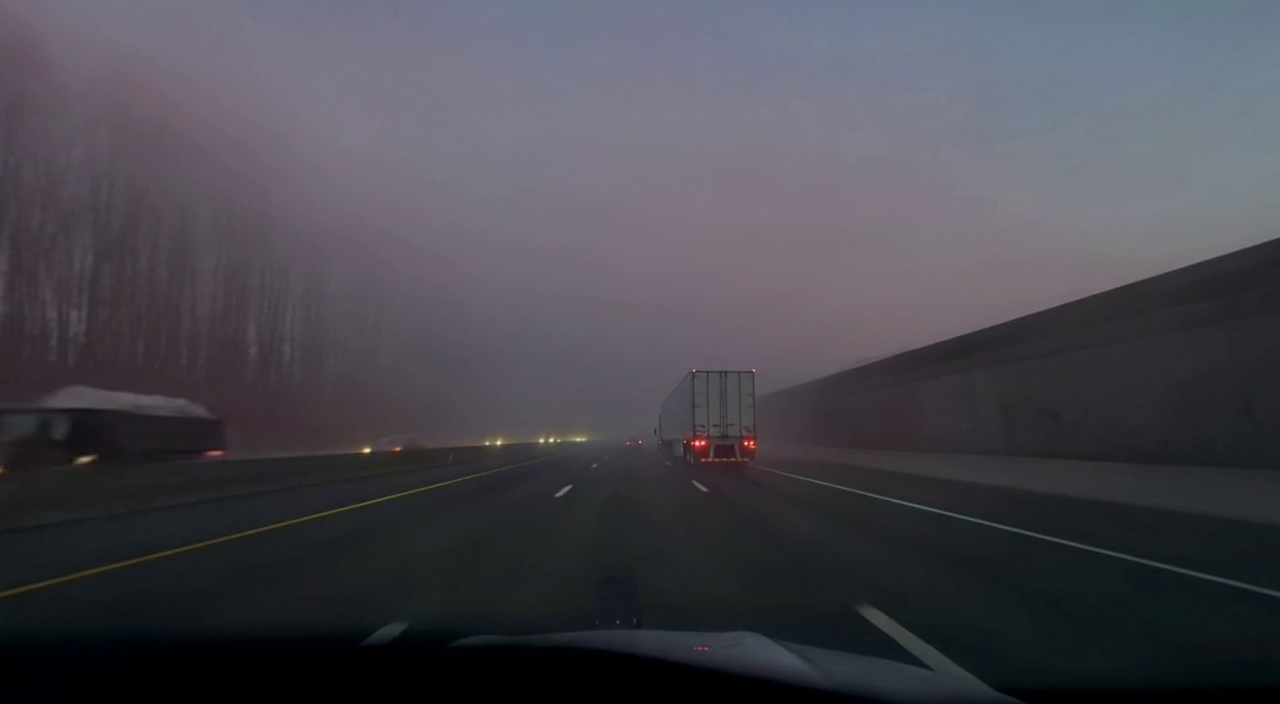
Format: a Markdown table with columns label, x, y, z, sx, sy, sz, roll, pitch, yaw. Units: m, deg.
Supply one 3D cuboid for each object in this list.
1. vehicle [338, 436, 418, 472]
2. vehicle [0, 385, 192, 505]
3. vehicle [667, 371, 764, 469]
| label | x | y | z | sx | sy | sz | roll | pitch | yaw |
| --- | --- | --- | --- | --- | --- | --- | --- | --- | --- |
| vehicle | -12.008 | 4.663 | 29.153 | 1.870 | 1.516 | 4.423 | 0 | -8 | -1 |
| vehicle | -15.572 | 2.430 | 16.601 | 2.333 | 2.686 | 7.040 | 0 | -8 | -1 |
| vehicle | 3.535 | 3.876 | 34.544 | 2.979 | 4.161 | 15.508 | 1 | -7 | -2 |
